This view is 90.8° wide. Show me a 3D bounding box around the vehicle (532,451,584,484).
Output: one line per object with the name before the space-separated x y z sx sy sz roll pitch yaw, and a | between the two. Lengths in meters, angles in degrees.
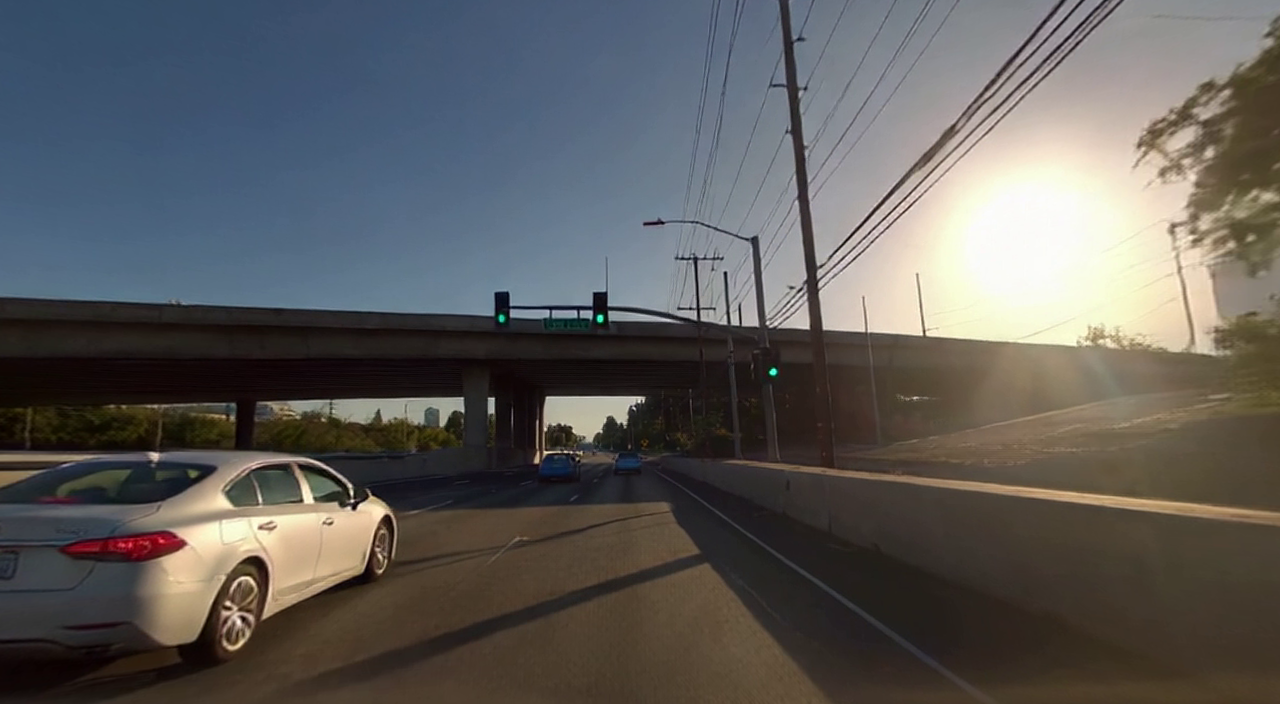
vehicle | -3.859 5.477 30.266 1.946 1.437 4.154 0 -8 0

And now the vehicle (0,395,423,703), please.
vehicle | -3.573 1.375 5.394 1.925 1.666 4.271 0 -9 0

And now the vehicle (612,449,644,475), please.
vehicle | -0.796 7.082 40.906 1.985 1.565 3.968 0 -9 -2
